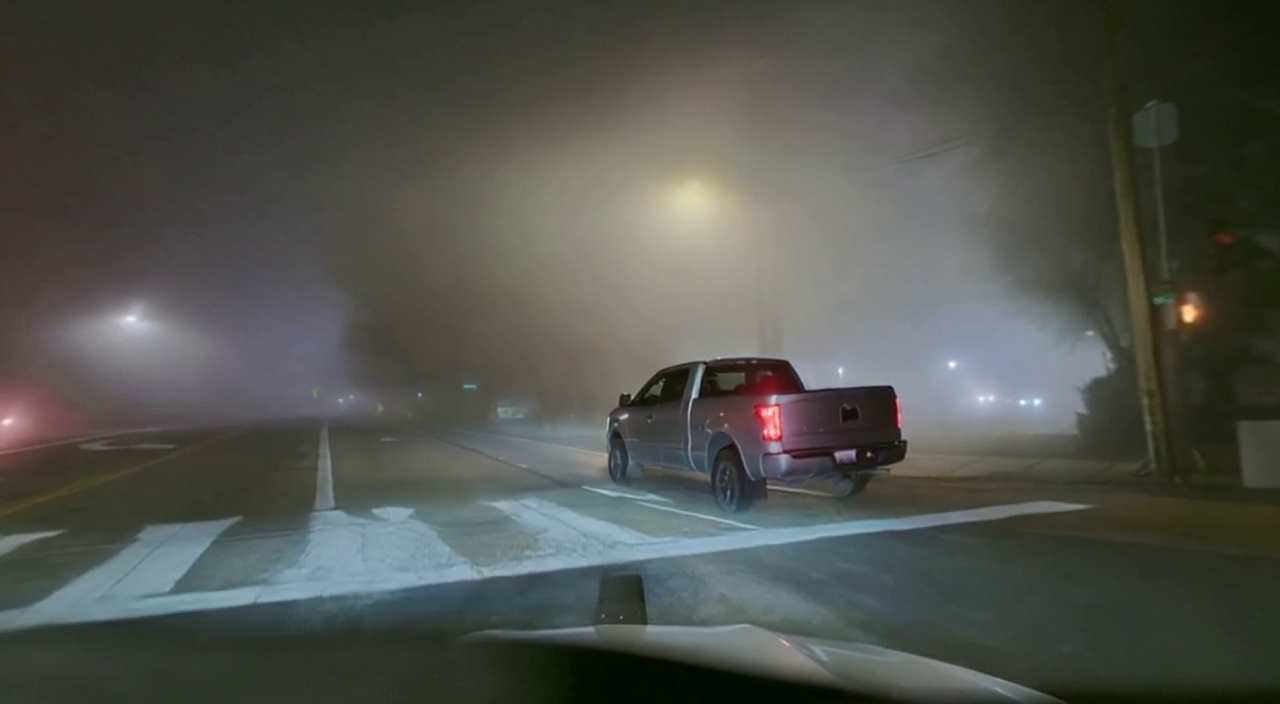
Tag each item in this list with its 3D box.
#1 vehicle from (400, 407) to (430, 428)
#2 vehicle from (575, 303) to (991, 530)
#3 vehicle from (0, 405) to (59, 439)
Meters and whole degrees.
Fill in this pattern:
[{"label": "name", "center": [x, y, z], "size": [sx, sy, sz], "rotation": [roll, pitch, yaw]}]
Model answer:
[{"label": "vehicle", "center": [-17.573, 5.144, 49.262], "size": [1.842, 1.467, 4.633], "rotation": [3, -9, -23]}, {"label": "vehicle", "center": [1.188, 0.970, 8.416], "size": [2.402, 1.922, 5.677], "rotation": [3, -9, -24]}, {"label": "vehicle", "center": [-34.354, 3.922, 34.919], "size": [2.037, 1.725, 4.632], "rotation": [4, -9, -27]}]
